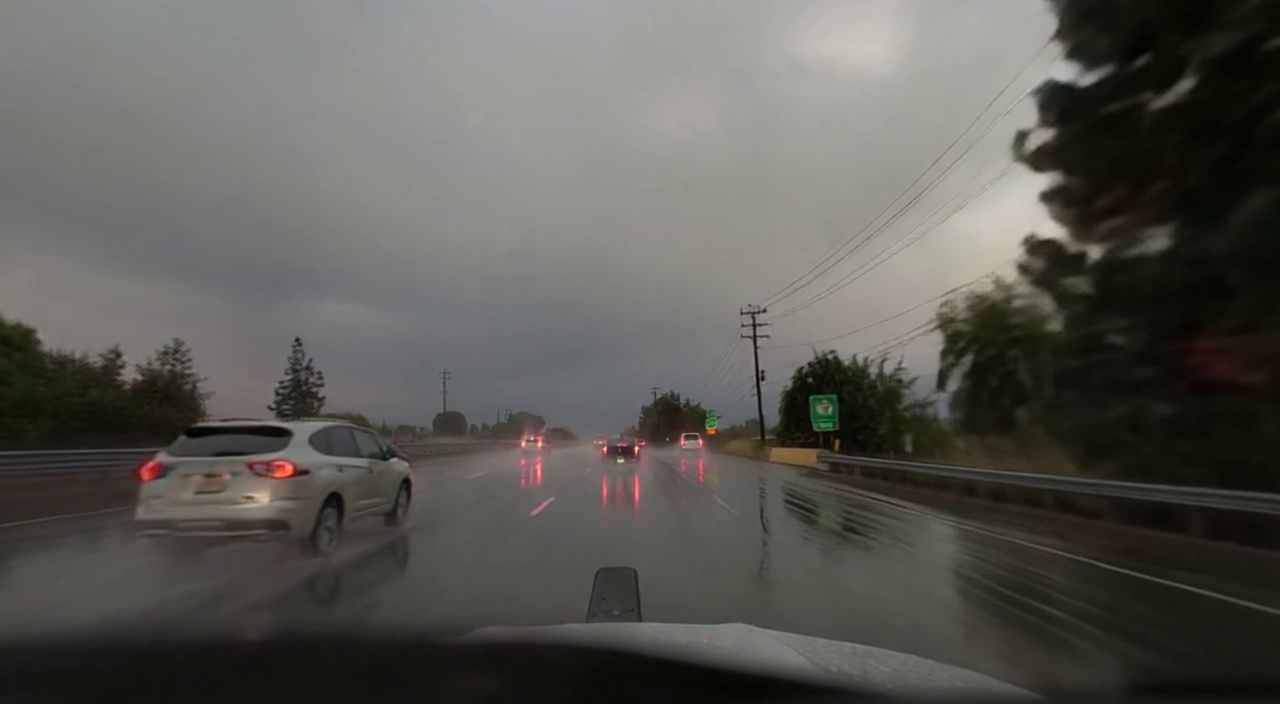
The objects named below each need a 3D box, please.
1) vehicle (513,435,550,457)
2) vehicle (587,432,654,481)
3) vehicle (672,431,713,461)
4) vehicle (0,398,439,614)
[{"bbox_3d":[-7.735,6.738,45.314,1.992,1.494,4.133,0,-8,0],"label":"vehicle"},{"bbox_3d":[-0.635,3.507,21.493,2.086,1.488,3.440,0,-8,-1],"label":"vehicle"},{"bbox_3d":[3.166,5.761,38.772,1.950,1.695,4.446,1,-8,-2],"label":"vehicle"},{"bbox_3d":[-3.951,1.465,7.090,1.901,1.601,4.610,0,-8,-1],"label":"vehicle"}]
